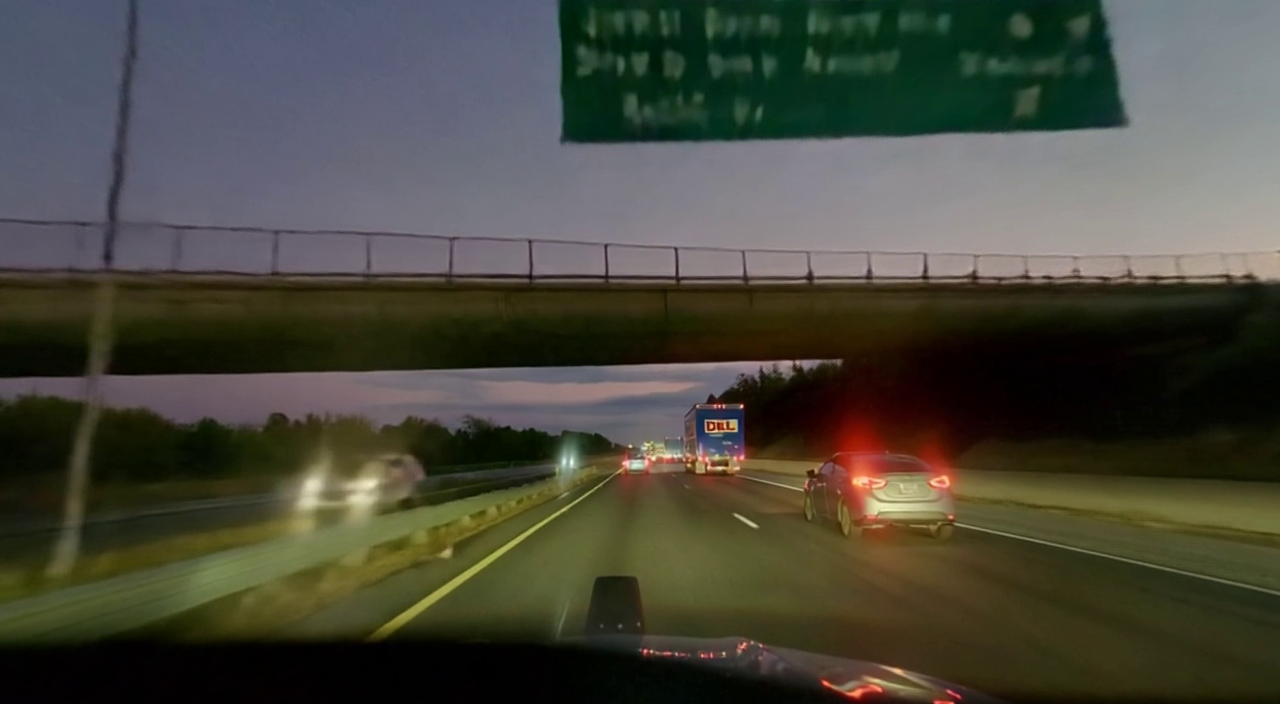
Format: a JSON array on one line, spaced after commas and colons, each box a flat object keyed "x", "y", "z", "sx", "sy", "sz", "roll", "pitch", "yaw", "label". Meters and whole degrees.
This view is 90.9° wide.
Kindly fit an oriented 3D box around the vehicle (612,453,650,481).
[{"x": -0.484, "y": 6.388, "z": 35.316, "sx": 2.055, "sy": 1.445, "sz": 3.661, "roll": 0, "pitch": -9, "yaw": 0, "label": "vehicle"}]

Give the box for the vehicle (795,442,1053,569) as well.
[{"x": 3.854, "y": 2.130, "z": 9.527, "sx": 1.894, "sy": 1.452, "sz": 4.164, "roll": 0, "pitch": -9, "yaw": -1, "label": "vehicle"}]

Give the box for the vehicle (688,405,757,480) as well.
[{"x": 4.703, "y": 5.442, "z": 37.767, "sx": 2.838, "sy": 3.985, "sz": 8.010, "roll": 0, "pitch": -9, "yaw": -1, "label": "vehicle"}]

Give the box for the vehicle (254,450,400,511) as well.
[{"x": -8.769, "y": 3.592, "z": 18.157, "sx": 1.964, "sy": 1.521, "sz": 4.348, "roll": 0, "pitch": -9, "yaw": 0, "label": "vehicle"}]
